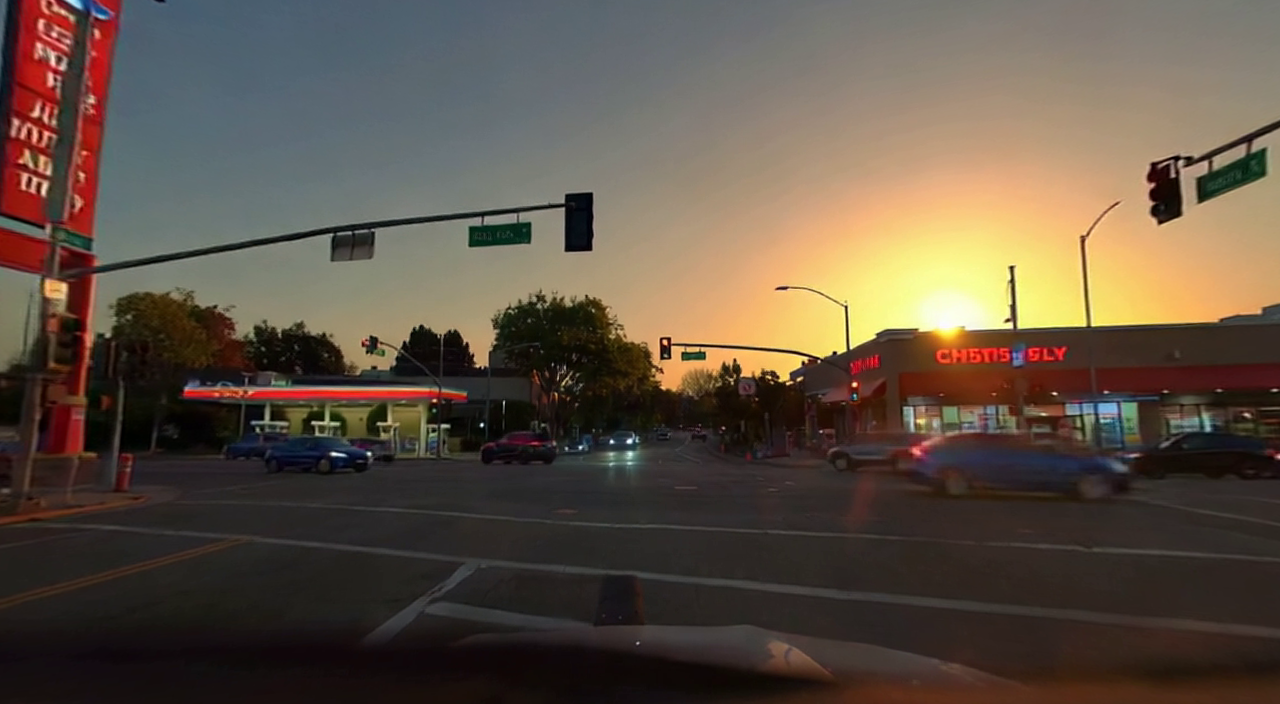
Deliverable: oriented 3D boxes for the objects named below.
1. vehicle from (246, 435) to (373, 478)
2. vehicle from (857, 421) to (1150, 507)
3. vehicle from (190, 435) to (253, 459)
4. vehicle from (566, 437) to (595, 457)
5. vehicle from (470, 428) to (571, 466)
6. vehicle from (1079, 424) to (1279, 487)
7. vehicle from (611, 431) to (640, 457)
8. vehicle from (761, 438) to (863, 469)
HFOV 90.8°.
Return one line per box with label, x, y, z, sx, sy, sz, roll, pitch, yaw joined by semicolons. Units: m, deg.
vehicle;-12.461;3.902;23.754;4.670;1.458;1.959;-5;-10;30
vehicle;7.158;2.252;12.996;4.806;1.482;1.862;-5;-9;27
vehicle;-31.377;7.155;47.335;4.433;1.717;1.839;-5;-9;27
vehicle;-4.595;7.387;49.168;2.003;1.481;4.091;0;-8;-2
vehicle;-5.710;4.528;30.177;4.562;1.676;1.819;-5;-9;27
vehicle;14.673;2.713;16.692;4.681;1.495;2.096;-4;-9;26
vehicle;-1.134;6.874;47.070;2.083;1.764;5.011;0;-8;-3
vehicle;8.572;5.098;31.900;1.831;1.467;4.792;6;-10;-36
